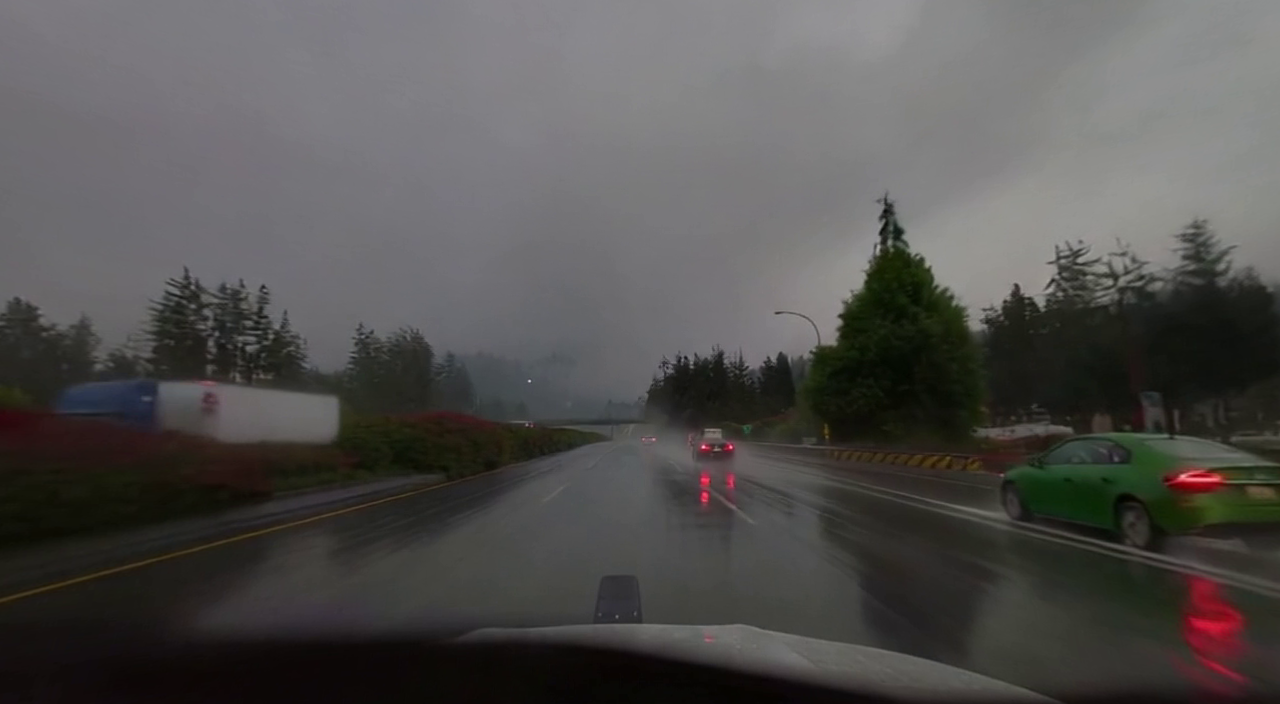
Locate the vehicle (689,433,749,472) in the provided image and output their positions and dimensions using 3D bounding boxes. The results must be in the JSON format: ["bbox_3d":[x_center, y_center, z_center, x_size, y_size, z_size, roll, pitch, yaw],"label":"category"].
[{"bbox_3d":[3.162,4.099,25.955,1.819,1.468,3.770,0,-8,-2],"label":"vehicle"}]

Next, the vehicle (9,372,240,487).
[{"bbox_3d":[-19.636,3.062,24.881,2.810,3.830,7.462,0,-8,-2],"label":"vehicle"}]

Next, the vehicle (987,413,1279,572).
[{"bbox_3d":[7.113,1.667,8.449,2.003,1.522,4.940,0,-8,-2],"label":"vehicle"}]
